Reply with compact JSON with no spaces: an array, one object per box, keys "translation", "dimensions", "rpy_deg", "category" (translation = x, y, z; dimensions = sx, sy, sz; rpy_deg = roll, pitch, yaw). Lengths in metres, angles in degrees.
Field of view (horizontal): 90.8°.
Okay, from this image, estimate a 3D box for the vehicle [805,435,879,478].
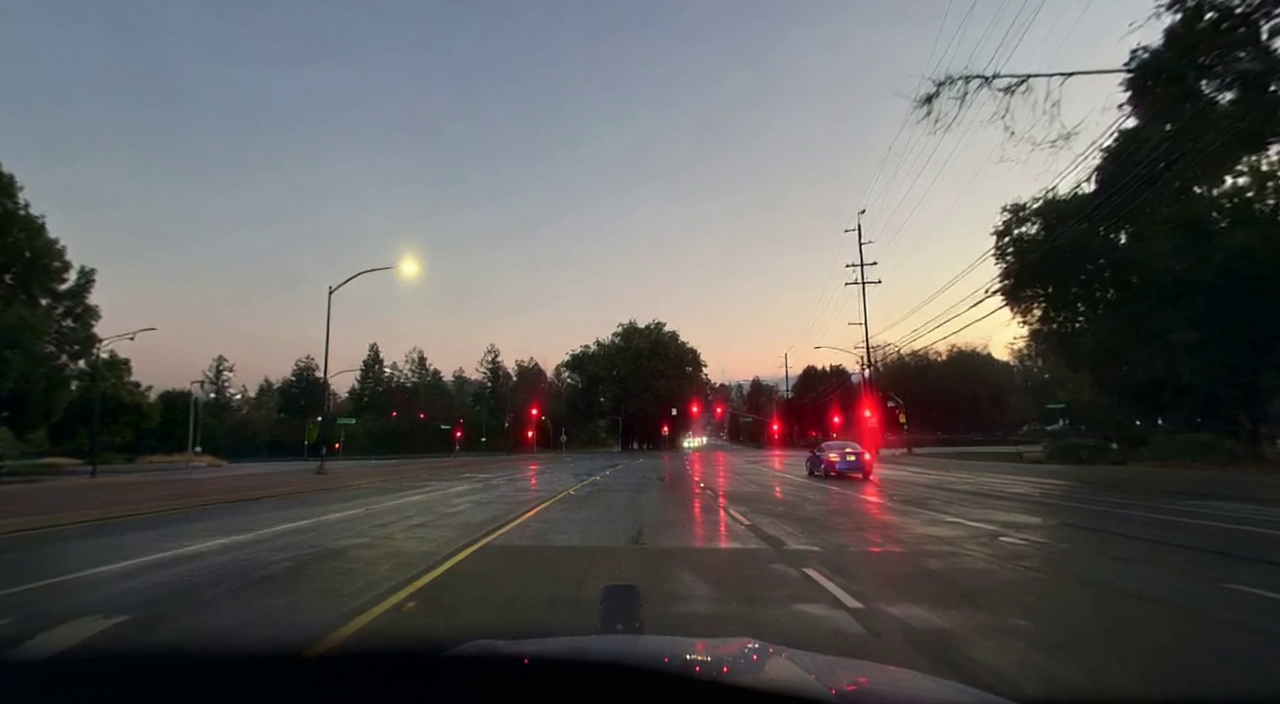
[{"translation":[7.894,4.132,25.057],"dimensions":[1.797,1.544,3.685],"rpy_deg":[0,-9,2],"category":"vehicle"}]
